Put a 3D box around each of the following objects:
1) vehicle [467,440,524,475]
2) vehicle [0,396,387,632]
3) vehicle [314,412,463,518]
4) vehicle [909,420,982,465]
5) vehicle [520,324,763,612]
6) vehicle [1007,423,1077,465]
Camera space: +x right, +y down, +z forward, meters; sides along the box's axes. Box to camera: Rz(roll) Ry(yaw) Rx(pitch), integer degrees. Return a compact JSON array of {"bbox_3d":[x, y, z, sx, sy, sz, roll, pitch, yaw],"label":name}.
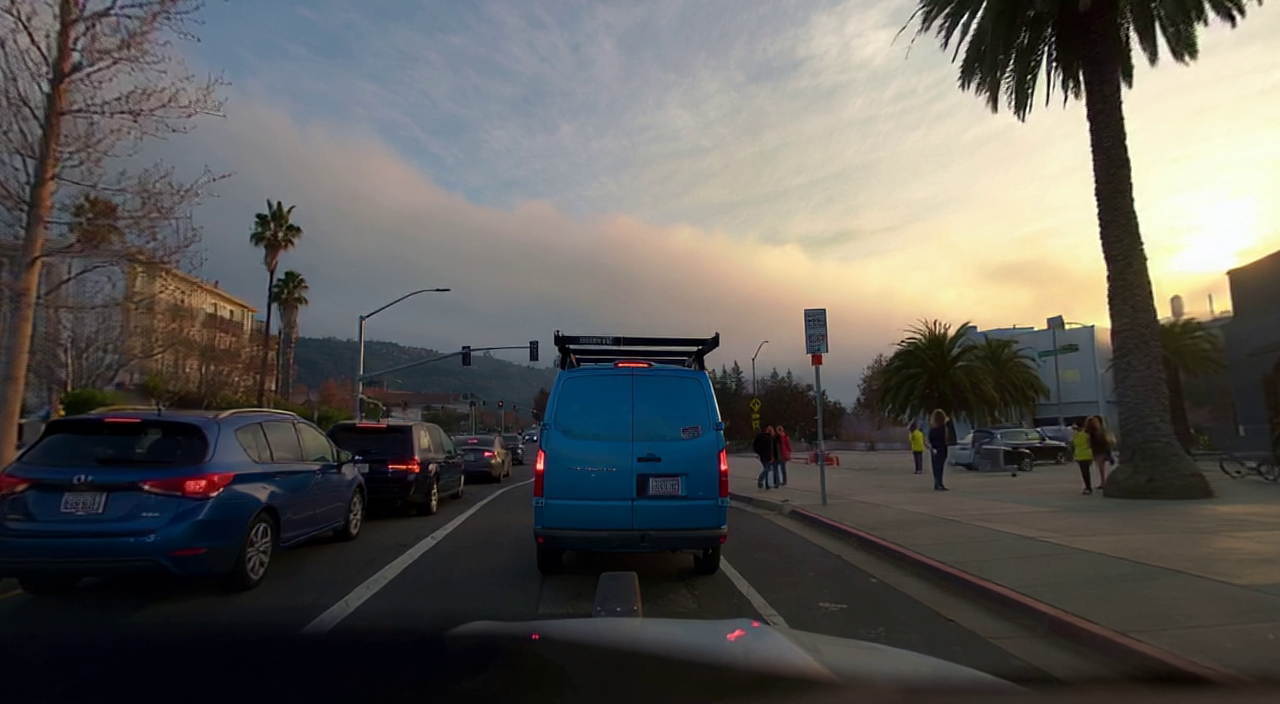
[{"bbox_3d":[-6.824,4.894,29.590,1.818,1.479,4.428,4,-9,-22],"label":"vehicle"},{"bbox_3d":[-4.378,1.469,6.678,1.986,1.643,4.315,1,-9,-6],"label":"vehicle"},{"bbox_3d":[-5.208,2.403,13.898,2.089,1.854,5.022,2,-9,-11],"label":"vehicle"},{"bbox_3d":[12.660,3.758,26.050,2.046,1.675,3.924,-6,-10,33],"label":"vehicle"},{"bbox_3d":[-0.199,1.213,7.185,1.902,2.238,4.263,1,-9,-6],"label":"vehicle"},{"bbox_3d":[15.802,3.616,24.728,2.048,1.475,3.972,-6,-10,34],"label":"vehicle"}]
